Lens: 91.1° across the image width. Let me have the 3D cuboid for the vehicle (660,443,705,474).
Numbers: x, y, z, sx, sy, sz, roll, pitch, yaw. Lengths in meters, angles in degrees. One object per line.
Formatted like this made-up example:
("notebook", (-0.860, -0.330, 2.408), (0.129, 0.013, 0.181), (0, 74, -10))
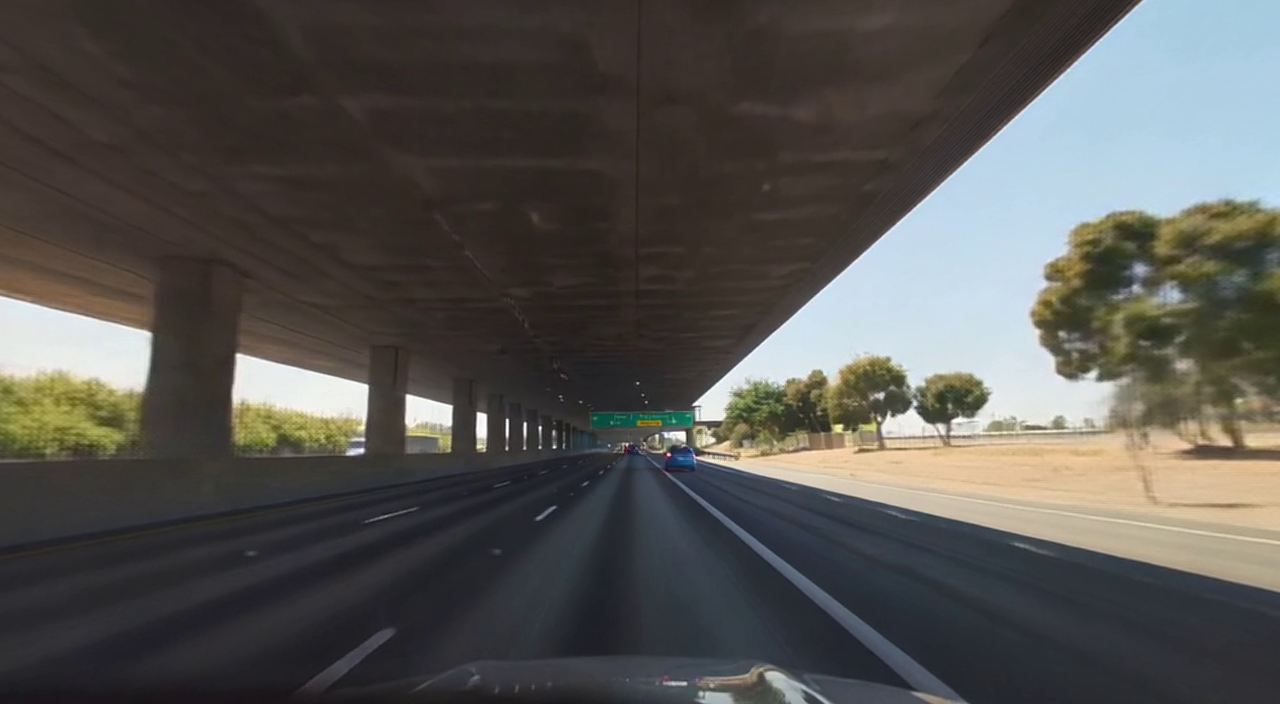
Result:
("vehicle", (2.195, 5.625, 33.422), (2.055, 1.501, 4.321), (0, -9, 0))
